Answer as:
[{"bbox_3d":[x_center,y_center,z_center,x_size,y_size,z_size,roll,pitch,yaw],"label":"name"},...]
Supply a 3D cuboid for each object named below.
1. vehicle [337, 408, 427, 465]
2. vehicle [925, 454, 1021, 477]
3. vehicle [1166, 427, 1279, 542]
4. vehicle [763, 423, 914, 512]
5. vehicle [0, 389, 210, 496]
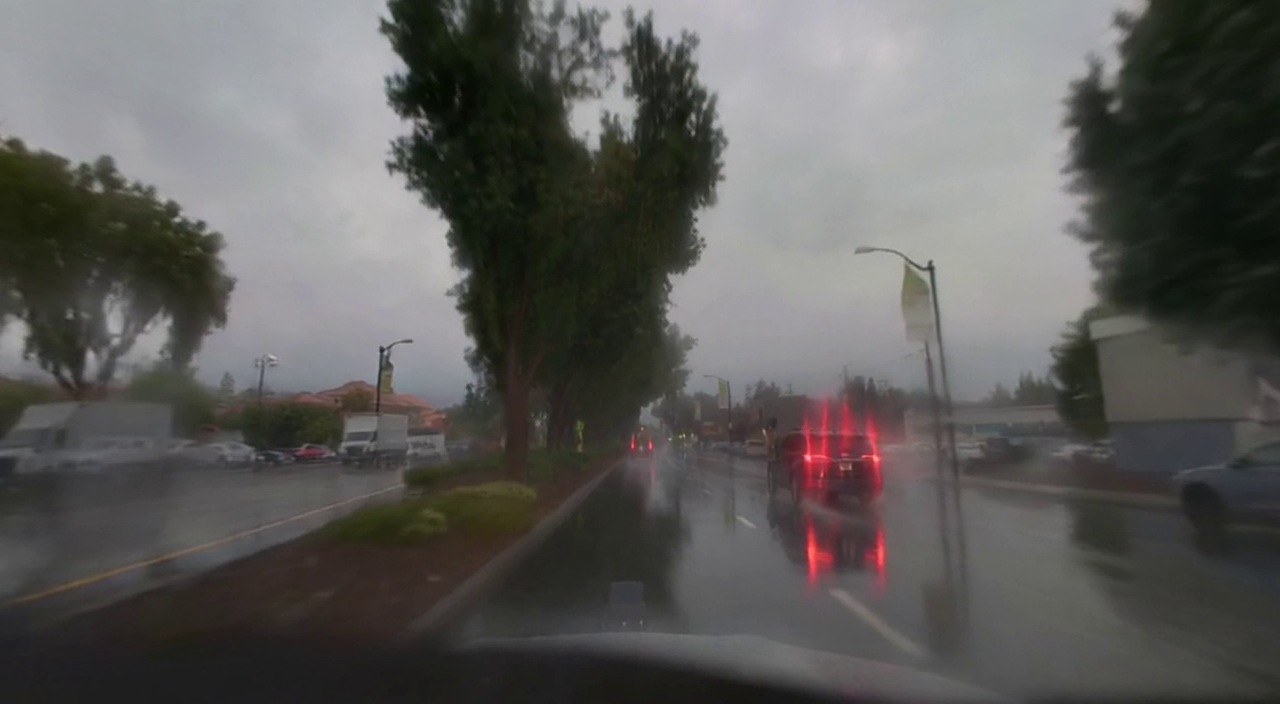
[{"bbox_3d":[-18.761,6.286,46.588,3.086,3.767,8.298,0,-8,0],"label":"vehicle"},{"bbox_3d":[20.172,6.887,38.347,4.671,1.349,1.976,0,-8,-1],"label":"vehicle"},{"bbox_3d":[10.413,1.871,8.795,2.078,1.668,4.654,0,-8,0],"label":"vehicle"},{"bbox_3d":[4.126,2.464,13.869,2.072,1.669,3.836,0,-8,0],"label":"vehicle"},{"bbox_3d":[-19.163,3.256,22.717,2.811,3.326,6.083,0,-8,1],"label":"vehicle"}]
